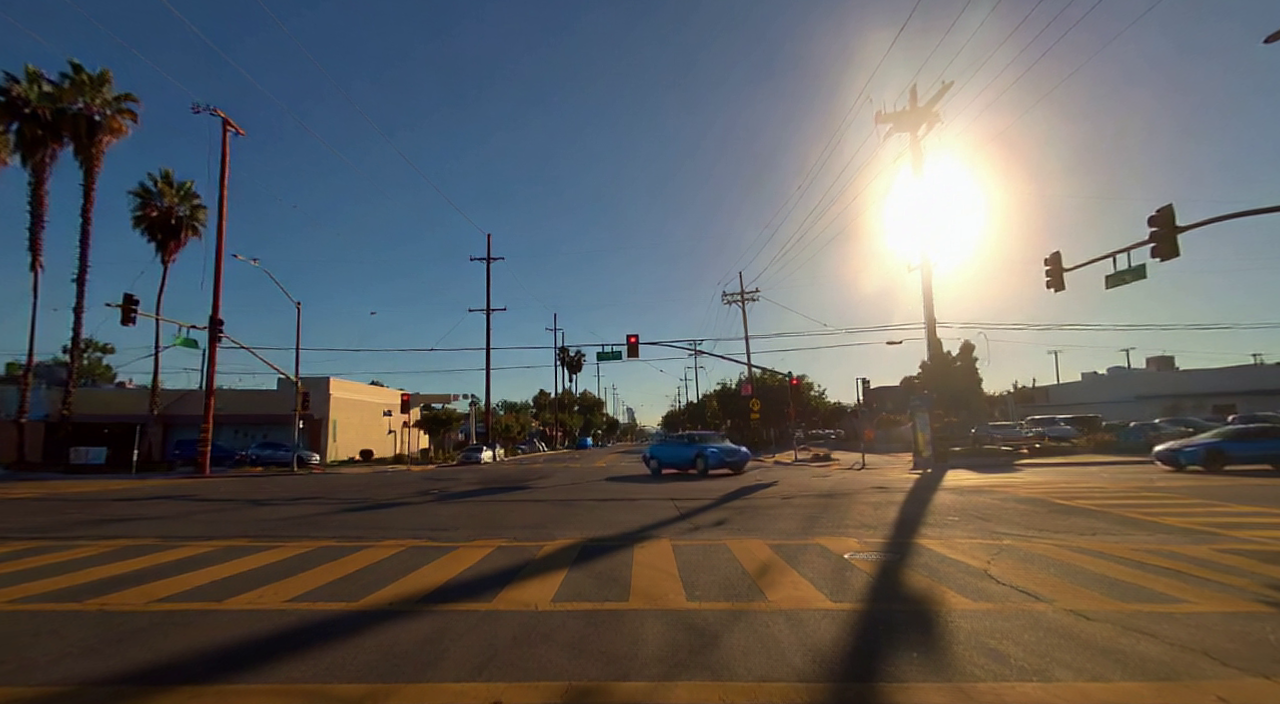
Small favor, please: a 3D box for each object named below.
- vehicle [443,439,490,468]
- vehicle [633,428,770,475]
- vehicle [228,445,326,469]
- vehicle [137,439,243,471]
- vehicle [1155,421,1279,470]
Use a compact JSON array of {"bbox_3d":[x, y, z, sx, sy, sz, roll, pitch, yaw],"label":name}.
[{"bbox_3d":[-11.936,6.998,43.749,2.016,1.717,4.287,-1,-6,1],"label":"vehicle"},{"bbox_3d":[2.043,3.557,22.785,2.223,1.490,5.094,5,-10,-32],"label":"vehicle"},{"bbox_3d":[-22.276,6.433,38.857,4.849,1.444,1.881,0,-8,1],"label":"vehicle"},{"bbox_3d":[-25.889,5.931,36.469,4.613,1.820,2.021,-1,-9,3],"label":"vehicle"},{"bbox_3d":[20.035,3.007,20.356,4.918,1.479,1.897,-1,-9,9],"label":"vehicle"}]
